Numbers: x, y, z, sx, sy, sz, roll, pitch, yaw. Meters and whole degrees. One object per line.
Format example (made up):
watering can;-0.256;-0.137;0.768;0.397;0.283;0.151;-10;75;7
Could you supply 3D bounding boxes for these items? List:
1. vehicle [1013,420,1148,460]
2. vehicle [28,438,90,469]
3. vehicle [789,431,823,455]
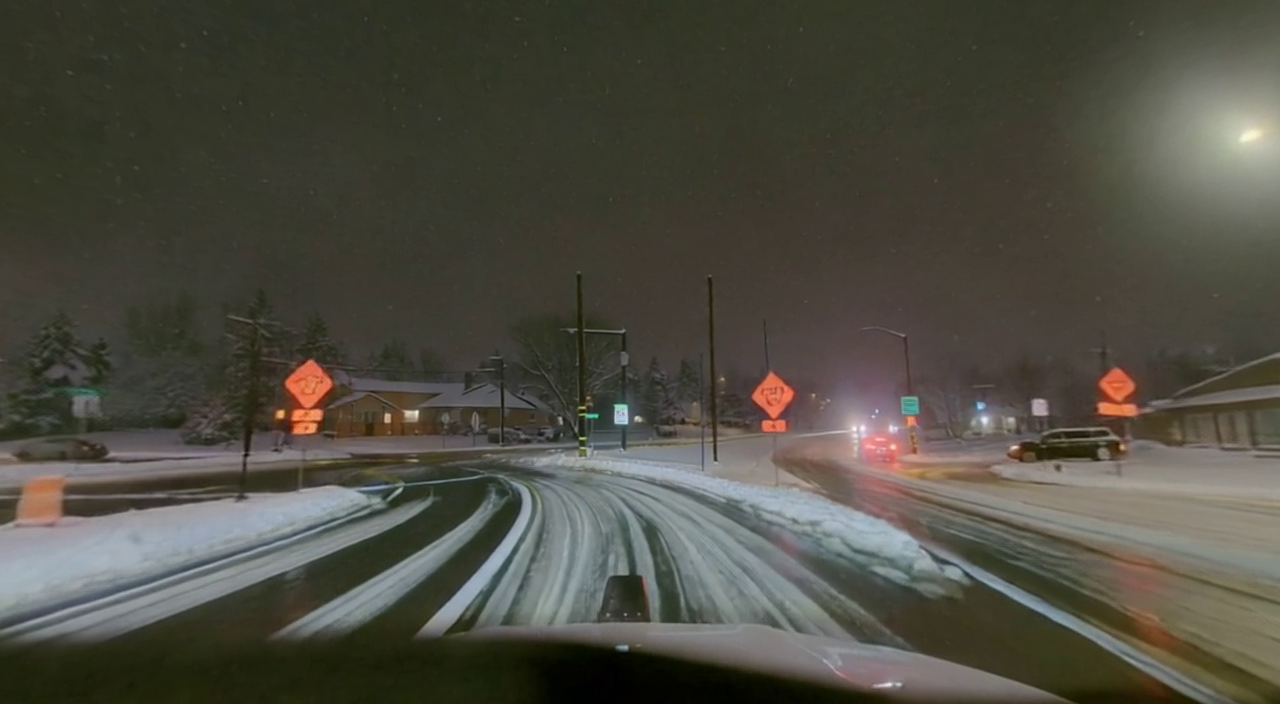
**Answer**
vehicle;20.297;4.104;29.258;4.615;1.738;1.990;-1;-9;8
vehicle;-34.479;6.000;37.346;4.292;1.734;2.159;-8;-11;42
vehicle;12.779;7.065;48.740;2.150;1.779;4.423;-2;-9;10
